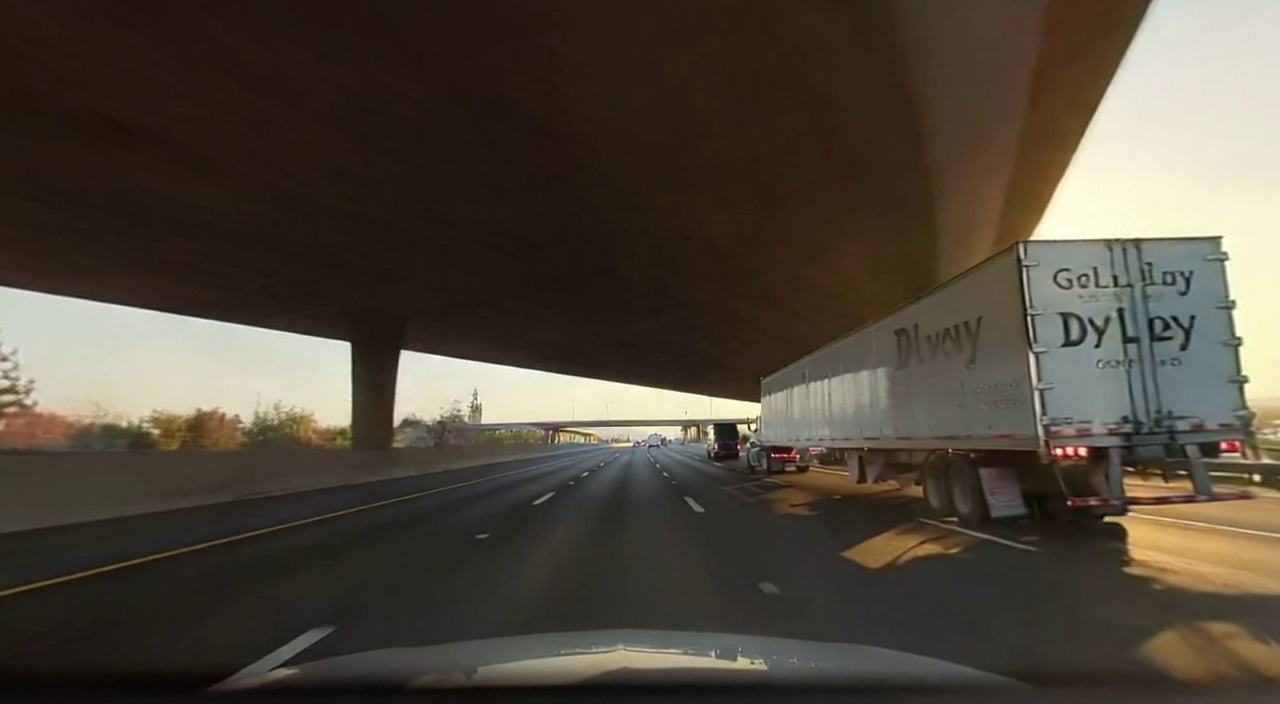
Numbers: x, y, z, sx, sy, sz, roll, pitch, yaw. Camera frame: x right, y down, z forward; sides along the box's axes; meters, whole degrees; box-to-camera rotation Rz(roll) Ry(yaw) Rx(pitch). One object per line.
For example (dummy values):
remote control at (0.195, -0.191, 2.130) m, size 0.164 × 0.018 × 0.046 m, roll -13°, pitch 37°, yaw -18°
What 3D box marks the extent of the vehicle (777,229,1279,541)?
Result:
vehicle at (6.832, 1.516, 15.992) m, size 2.962 × 3.947 × 16.241 m, roll 0°, pitch -8°, yaw 0°
